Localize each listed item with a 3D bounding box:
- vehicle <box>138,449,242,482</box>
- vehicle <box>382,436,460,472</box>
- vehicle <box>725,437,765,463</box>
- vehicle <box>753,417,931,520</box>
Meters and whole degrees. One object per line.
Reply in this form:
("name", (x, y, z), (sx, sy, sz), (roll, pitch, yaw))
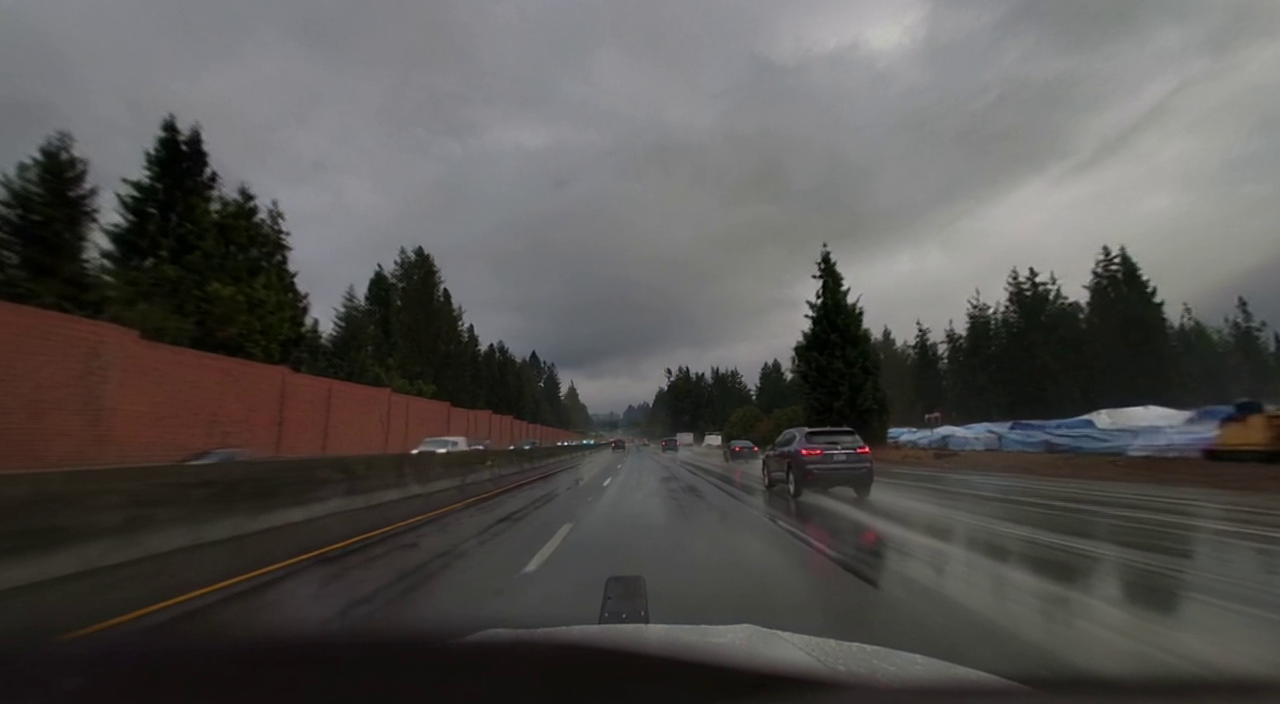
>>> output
("vehicle", (-21.687, 5.440, 30.636), (1.788, 1.445, 4.425), (0, -8, 0))
("vehicle", (-10.771, 5.053, 31.452), (2.082, 1.662, 4.798), (0, -8, 1))
("vehicle", (7.663, 7.181, 46.356), (2.066, 1.795, 4.674), (0, -8, -1))
("vehicle", (3.971, 2.391, 13.433), (2.190, 1.783, 4.637), (0, -8, -1))
